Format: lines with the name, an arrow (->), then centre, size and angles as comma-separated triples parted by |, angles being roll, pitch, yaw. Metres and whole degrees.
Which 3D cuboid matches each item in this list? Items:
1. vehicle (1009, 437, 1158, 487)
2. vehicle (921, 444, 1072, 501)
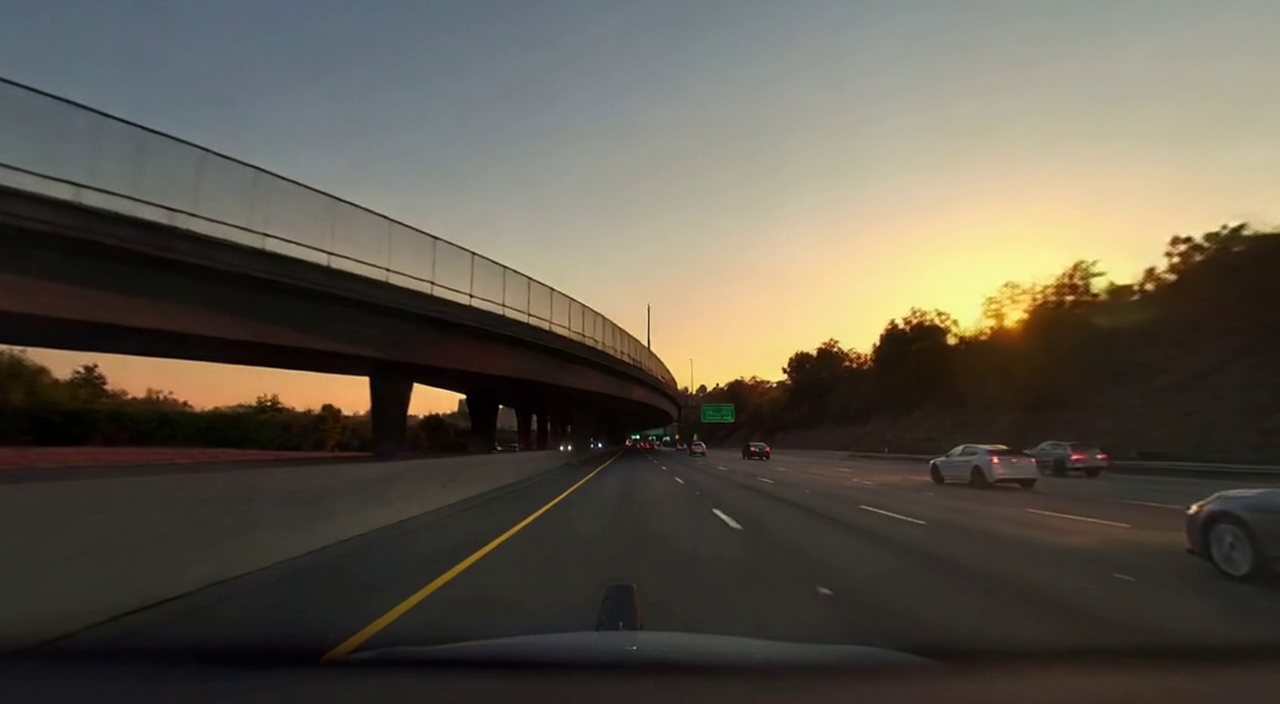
vehicle -> 16.728, 4.145, 24.260 | 2.034, 1.698, 5.065 | 0, -8, -1
vehicle -> 9.867, 3.330, 17.917 | 1.836, 1.418, 4.132 | 0, -8, -1
